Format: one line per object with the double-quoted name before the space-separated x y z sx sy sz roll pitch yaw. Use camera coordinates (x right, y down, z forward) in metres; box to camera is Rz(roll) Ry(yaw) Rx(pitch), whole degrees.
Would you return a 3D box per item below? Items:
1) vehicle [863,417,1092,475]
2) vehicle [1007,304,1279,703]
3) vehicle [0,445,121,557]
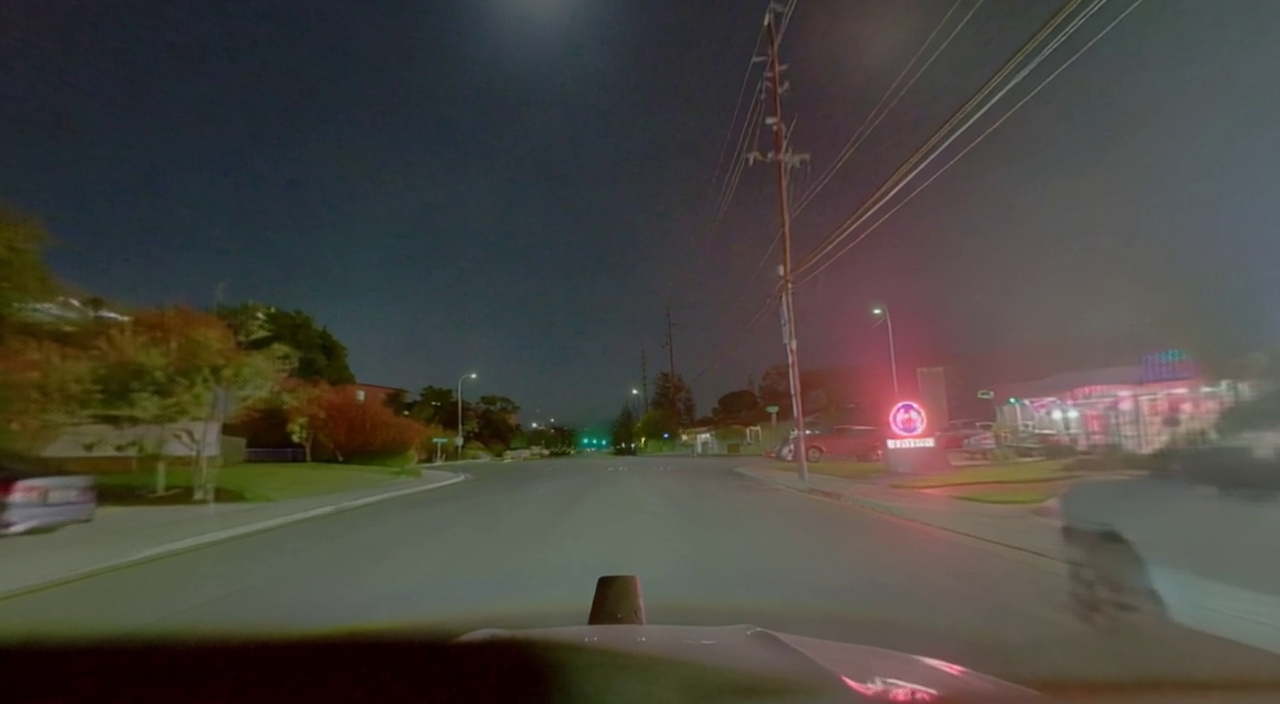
"vehicle" 10.624 3.020 20.240 6.000 1.740 2.356 0 -8 -1
"vehicle" 4.005 0.665 2.269 2.205 1.923 5.178 0 -8 0
"vehicle" -11.092 2.148 9.378 4.813 1.503 1.923 1 -8 -5
